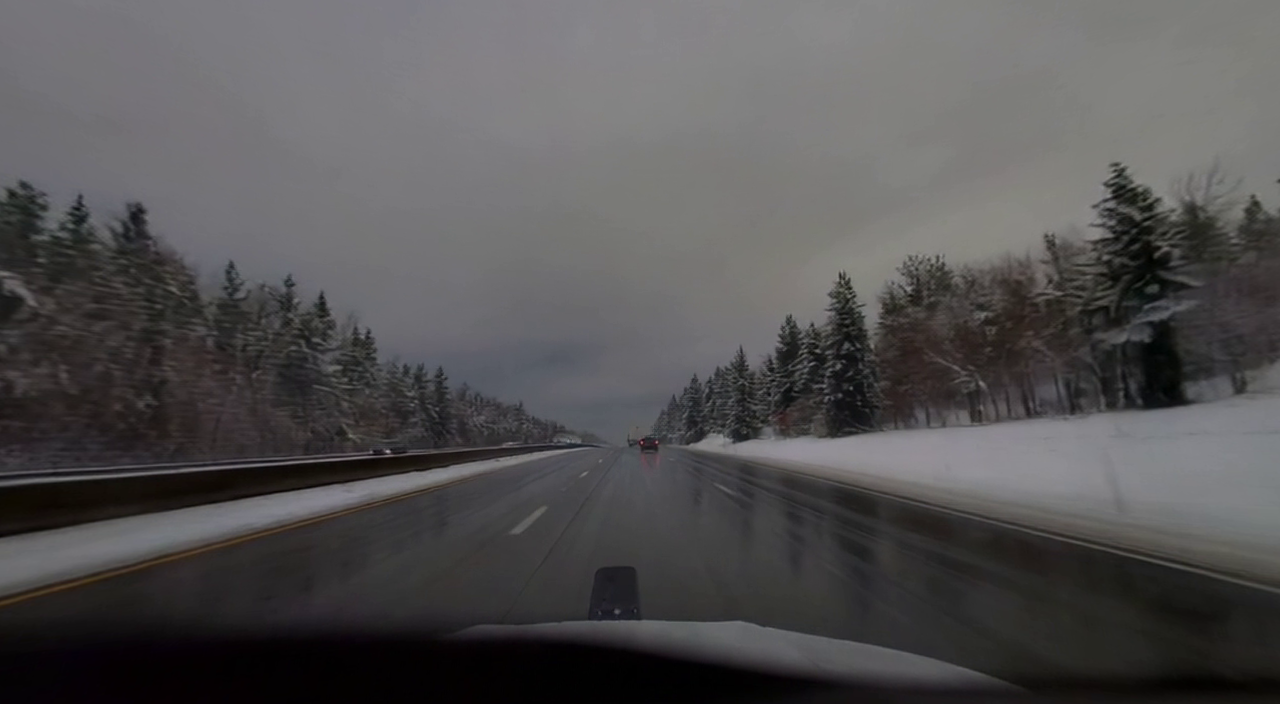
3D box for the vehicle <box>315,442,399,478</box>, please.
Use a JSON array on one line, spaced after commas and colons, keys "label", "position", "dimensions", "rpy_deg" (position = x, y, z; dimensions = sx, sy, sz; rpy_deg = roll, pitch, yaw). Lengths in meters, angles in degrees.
[{"label": "vehicle", "position": [-12.822, 4.895, 28.906], "dimensions": [1.883, 1.454, 4.519], "rpy_deg": [0, -8, -2]}]
